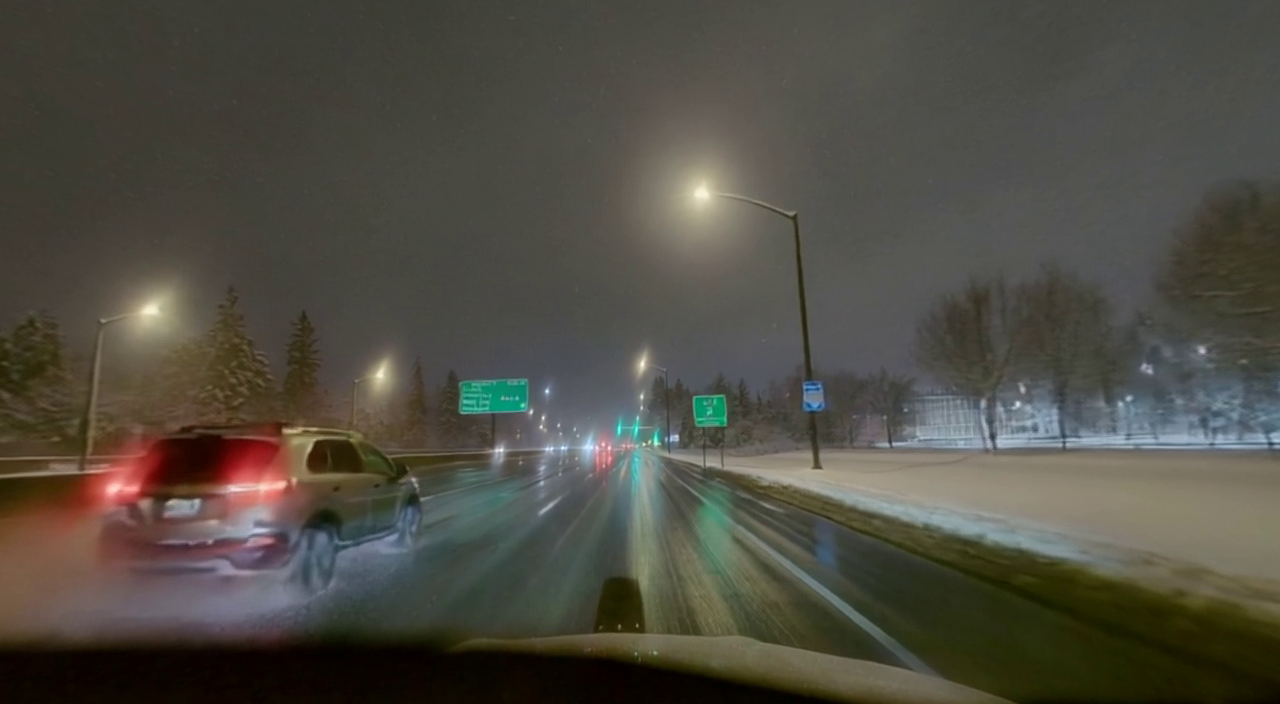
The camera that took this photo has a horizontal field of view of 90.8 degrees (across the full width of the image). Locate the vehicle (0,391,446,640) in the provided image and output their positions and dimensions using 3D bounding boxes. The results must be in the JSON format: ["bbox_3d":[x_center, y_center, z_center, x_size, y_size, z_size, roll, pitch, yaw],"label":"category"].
[{"bbox_3d":[-3.950,1.518,6.953,2.150,1.761,4.697,0,-8,0],"label":"vehicle"}]
